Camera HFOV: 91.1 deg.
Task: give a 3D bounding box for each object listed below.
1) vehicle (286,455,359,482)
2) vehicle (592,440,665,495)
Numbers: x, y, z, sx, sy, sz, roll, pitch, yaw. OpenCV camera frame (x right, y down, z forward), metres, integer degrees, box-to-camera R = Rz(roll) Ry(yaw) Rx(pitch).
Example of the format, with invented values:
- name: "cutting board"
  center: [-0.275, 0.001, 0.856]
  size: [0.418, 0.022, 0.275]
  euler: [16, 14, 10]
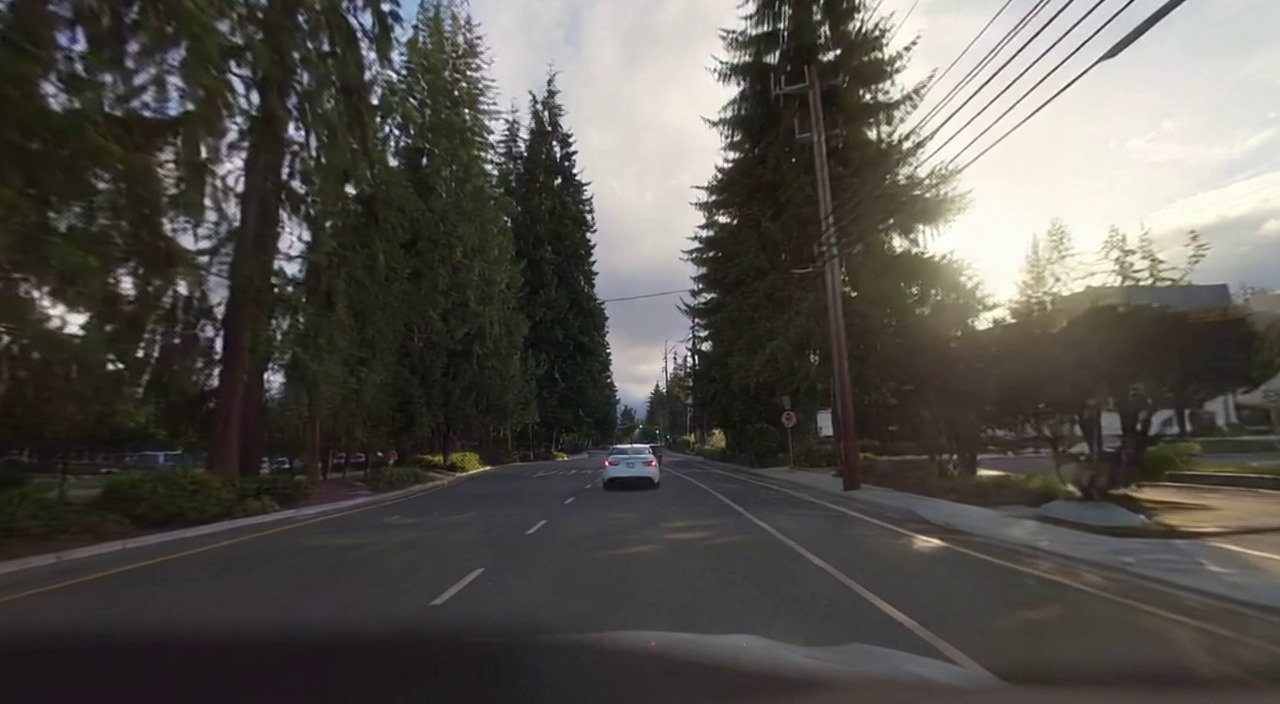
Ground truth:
- name: "vehicle"
  center: [-19.331, 7.076, 38.442]
  size: [1.934, 1.457, 4.741]
  euler: [0, -9, 1]
- name: "vehicle"
  center: [-0.316, 3.459, 19.174]
  size: [1.991, 1.463, 3.988]
  euler: [0, -8, 0]
